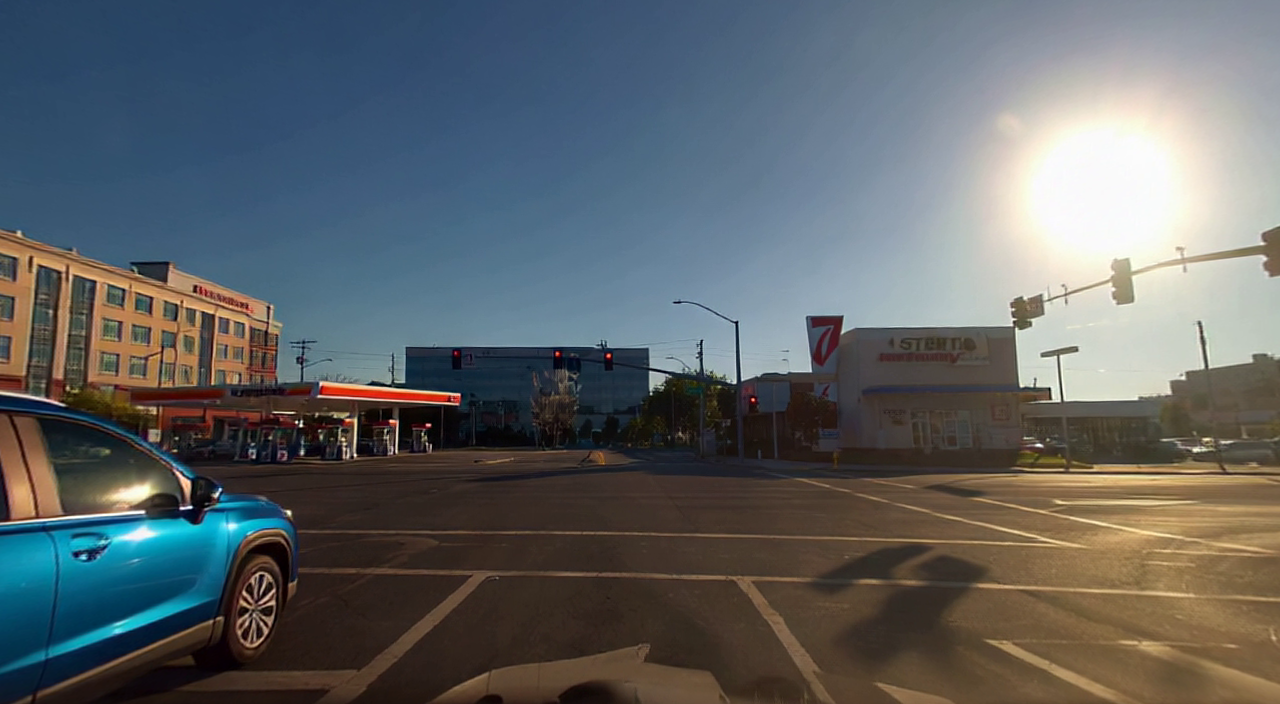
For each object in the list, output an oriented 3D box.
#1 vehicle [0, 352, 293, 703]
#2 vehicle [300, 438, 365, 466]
[{"bbox_3d":[-3.422,0.805,2.035,2.053,1.690,4.364,0,-9,1],"label":"vehicle"},{"bbox_3d":[-20.473,6.675,42.137,2.004,1.699,4.486,0,-9,1],"label":"vehicle"}]
